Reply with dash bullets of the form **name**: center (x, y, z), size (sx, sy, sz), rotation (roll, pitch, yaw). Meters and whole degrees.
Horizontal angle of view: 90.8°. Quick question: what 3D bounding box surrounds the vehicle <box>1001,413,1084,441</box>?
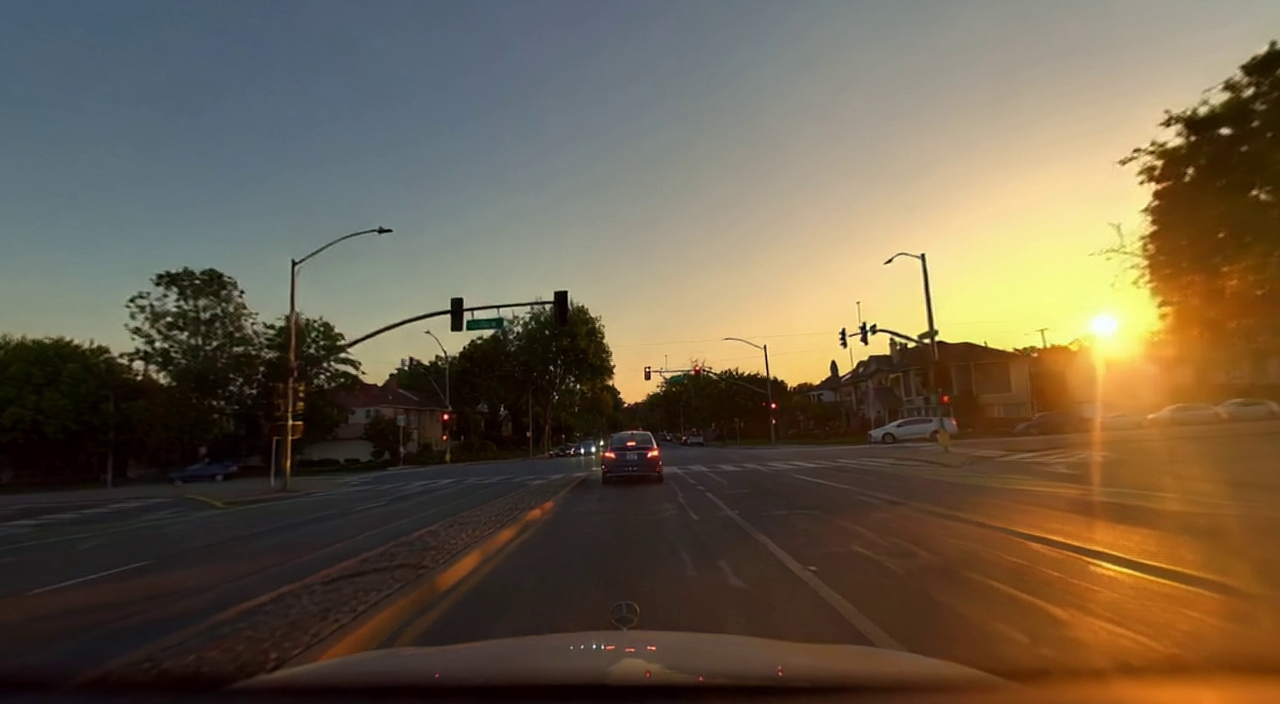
- **vehicle**: center (28.648, 5.361, 45.069), size (4.557, 1.899, 1.996), rotation (1, -8, -5)

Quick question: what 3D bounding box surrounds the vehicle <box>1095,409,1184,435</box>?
- **vehicle**: center (35.911, 5.066, 45.470), size (4.735, 1.784, 2.094), rotation (1, -7, -3)

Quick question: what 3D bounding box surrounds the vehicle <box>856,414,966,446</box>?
- **vehicle**: center (17.931, 5.200, 42.104), size (6.025, 2.000, 2.876), rotation (1, -7, -2)

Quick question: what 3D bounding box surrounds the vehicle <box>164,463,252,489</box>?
- **vehicle**: center (-32.660, 9.399, 47.901), size (5.009, 1.739, 2.092), rotation (1, -8, -11)

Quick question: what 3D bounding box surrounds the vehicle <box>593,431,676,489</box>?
- **vehicle**: center (-0.058, 3.277, 19.507), size (2.074, 1.570, 3.647), rotation (0, -8, 7)
